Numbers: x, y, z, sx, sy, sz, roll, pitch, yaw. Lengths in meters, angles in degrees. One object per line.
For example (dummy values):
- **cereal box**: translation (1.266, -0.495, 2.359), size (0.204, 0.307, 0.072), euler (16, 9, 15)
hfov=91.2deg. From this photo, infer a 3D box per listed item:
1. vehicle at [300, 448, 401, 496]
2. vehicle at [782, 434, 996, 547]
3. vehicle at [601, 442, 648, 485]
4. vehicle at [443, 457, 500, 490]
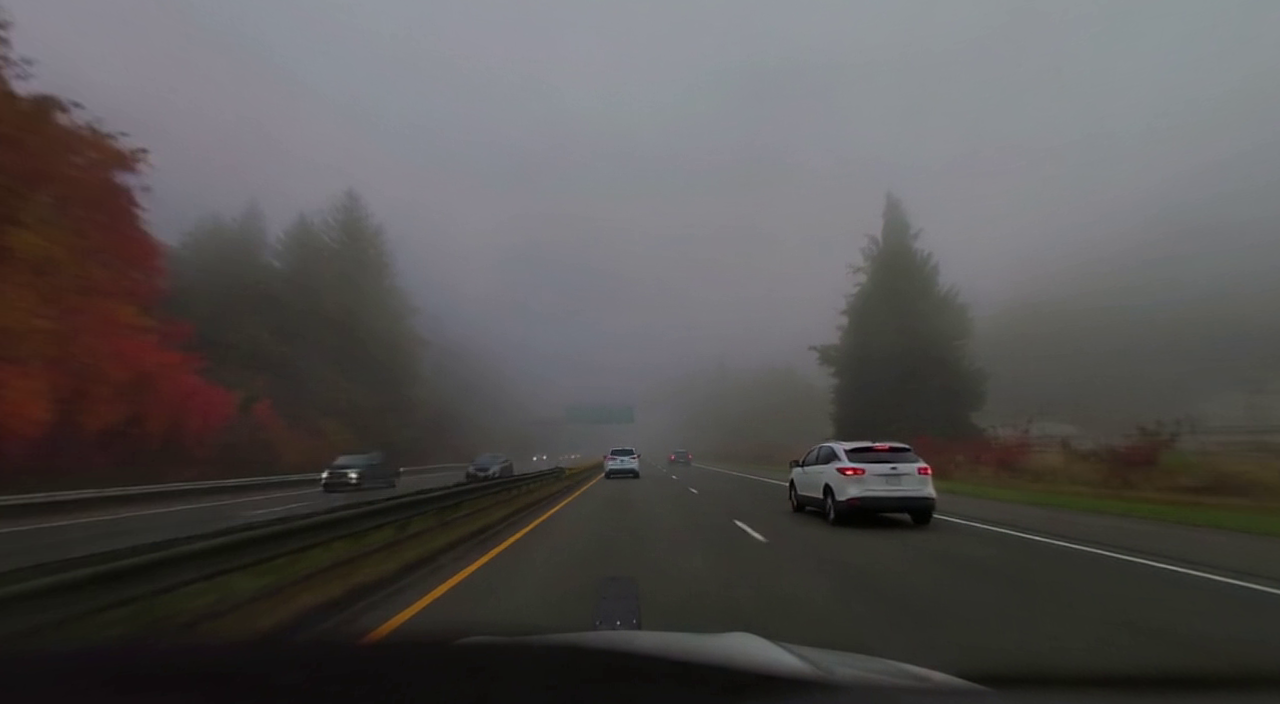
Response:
- **vehicle**: translation (-13.331, 5.513, 29.278), size (2.175, 1.987, 5.275), euler (-1, -9, 0)
- **vehicle**: translation (3.911, 2.235, 10.817), size (1.843, 1.505, 4.339), euler (0, -9, -1)
- **vehicle**: translation (-0.631, 4.883, 27.739), size (1.937, 1.699, 3.936), euler (0, -9, 0)
- **vehicle**: translation (-8.729, 6.286, 32.813), size (1.801, 1.528, 4.211), euler (-1, -9, 0)
